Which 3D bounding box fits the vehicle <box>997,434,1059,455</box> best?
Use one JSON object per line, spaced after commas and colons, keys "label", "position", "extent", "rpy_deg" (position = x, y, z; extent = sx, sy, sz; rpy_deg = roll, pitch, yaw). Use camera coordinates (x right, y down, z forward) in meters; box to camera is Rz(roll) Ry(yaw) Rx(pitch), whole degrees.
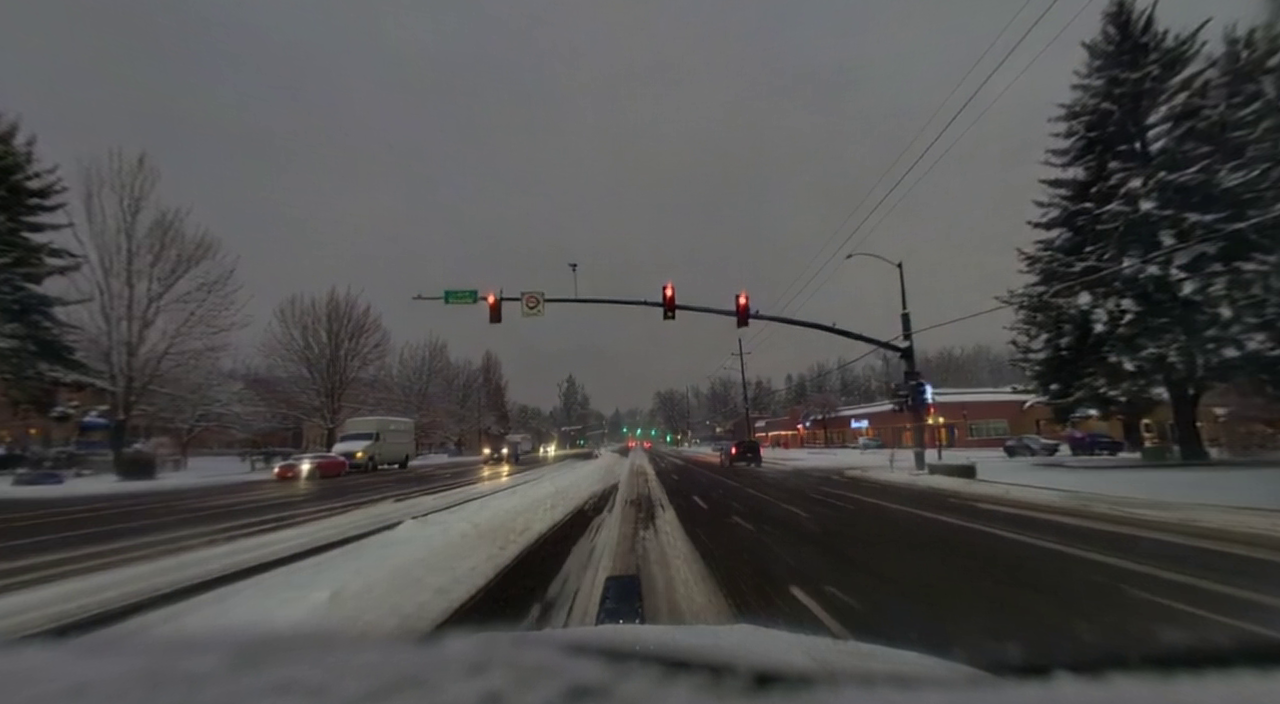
{"label": "vehicle", "position": [29.843, 7.172, 48.734], "extent": [1.796, 1.485, 4.667], "rpy_deg": [0, -9, 0]}

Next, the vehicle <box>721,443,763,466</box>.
{"label": "vehicle", "position": [6.627, 6.721, 41.436], "extent": [1.916, 1.437, 4.327], "rpy_deg": [0, -9, -2]}

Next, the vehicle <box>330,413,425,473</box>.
{"label": "vehicle", "position": [-18.738, 6.620, 45.835], "extent": [2.982, 3.900, 8.593], "rpy_deg": [0, -9, 1]}

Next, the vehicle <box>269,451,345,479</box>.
{"label": "vehicle", "position": [-18.969, 6.430, 36.246], "extent": [1.950, 1.464, 4.414], "rpy_deg": [0, -9, 0]}
